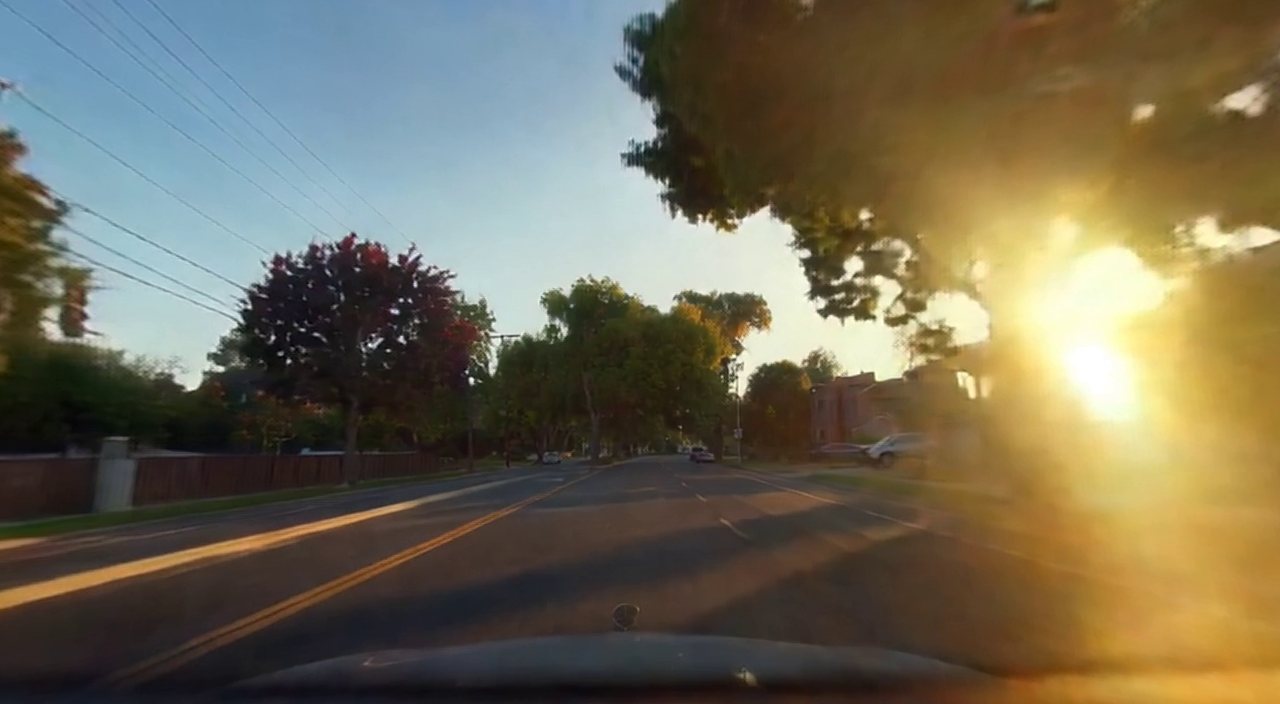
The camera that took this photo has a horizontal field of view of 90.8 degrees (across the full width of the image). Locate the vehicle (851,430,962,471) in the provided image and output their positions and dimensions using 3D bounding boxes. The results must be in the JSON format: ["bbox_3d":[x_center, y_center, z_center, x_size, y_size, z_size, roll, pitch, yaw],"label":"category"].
[{"bbox_3d":[13.551,5.034,32.385,4.711,1.979,2.019,-1,-8,4],"label":"vehicle"}]
